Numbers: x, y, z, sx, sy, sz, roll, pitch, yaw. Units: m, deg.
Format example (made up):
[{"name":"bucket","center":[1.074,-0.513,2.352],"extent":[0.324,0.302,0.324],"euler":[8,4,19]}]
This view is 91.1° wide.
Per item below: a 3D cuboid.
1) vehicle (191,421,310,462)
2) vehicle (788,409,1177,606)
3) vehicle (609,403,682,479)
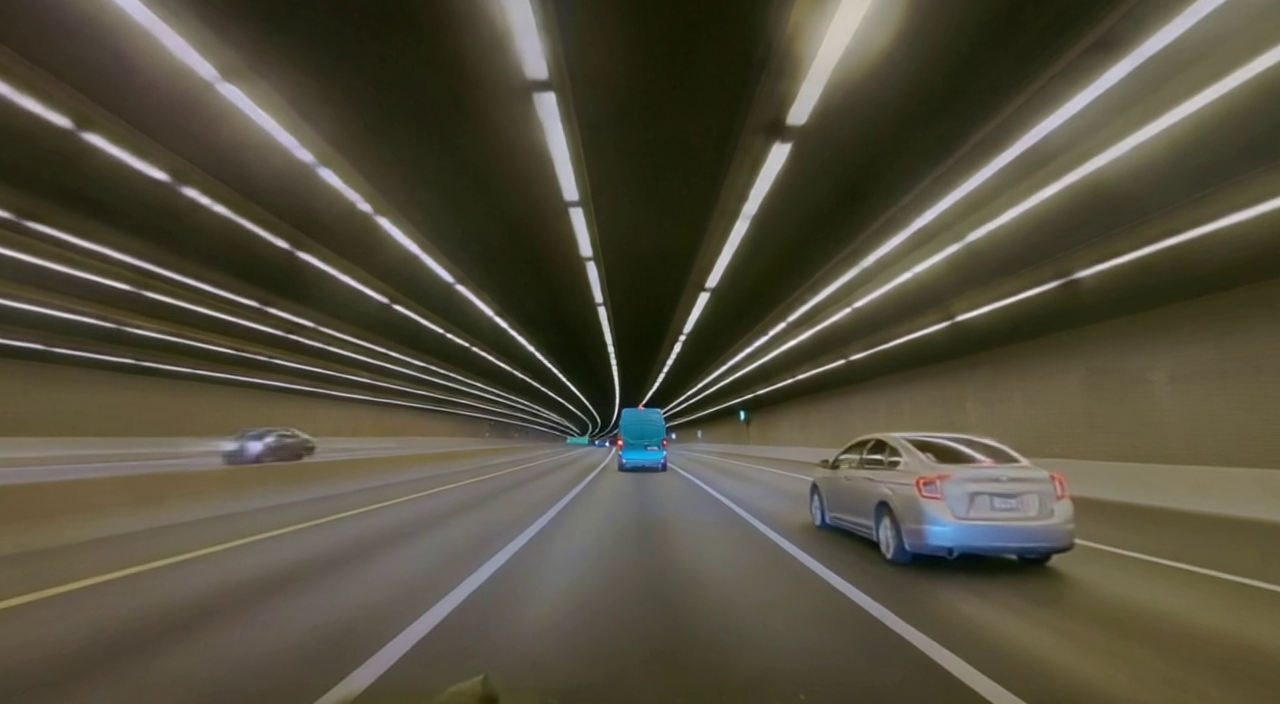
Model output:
[{"name":"vehicle","center":[-16.311,3.779,26.653],"extent":[2.113,1.579,4.531],"euler":[0,-8,0]},{"name":"vehicle","center":[3.242,1.526,7.149],"extent":[2.095,1.553,4.069],"euler":[0,-8,0]},{"name":"vehicle","center":[0.160,3.268,23.284],"extent":[2.404,2.459,5.229],"euler":[0,-8,0]}]
